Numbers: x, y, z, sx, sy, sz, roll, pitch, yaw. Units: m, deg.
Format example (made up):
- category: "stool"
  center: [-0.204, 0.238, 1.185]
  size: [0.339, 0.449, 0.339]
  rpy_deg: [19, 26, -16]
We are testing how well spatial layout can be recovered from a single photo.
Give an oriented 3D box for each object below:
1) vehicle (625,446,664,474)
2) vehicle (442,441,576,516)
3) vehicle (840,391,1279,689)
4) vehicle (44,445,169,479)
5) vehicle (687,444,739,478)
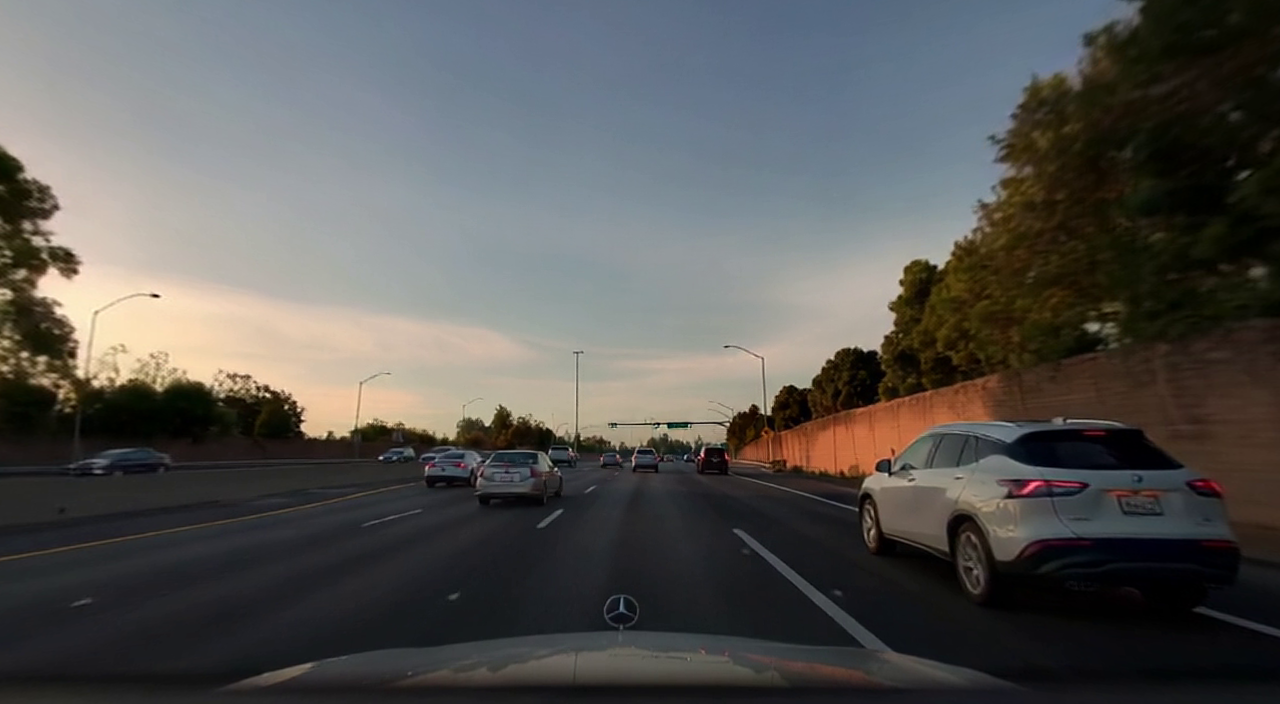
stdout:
- category: "vehicle"
  center: [0.371, 6.939, 40.871]
  size: [2.408, 1.748, 4.217]
  rpy_deg: [0, -8, 2]
- category: "vehicle"
  center: [-2.939, 2.957, 15.414]
  size: [2.130, 1.514, 4.766]
  rpy_deg: [0, -8, 2]
- category: "vehicle"
  center: [3.688, 1.424, 6.012]
  size: [2.029, 1.716, 4.545]
  rpy_deg: [0, -8, 0]
- category: "vehicle"
  center: [-26.597, 5.476, 31.685]
  size: [1.828, 1.560, 4.372]
  rpy_deg: [-3, -9, 17]
- category: "vehicle"
  center: [3.935, 5.941, 34.705]
  size: [2.320, 1.735, 4.408]
  rpy_deg: [0, -8, 0]
